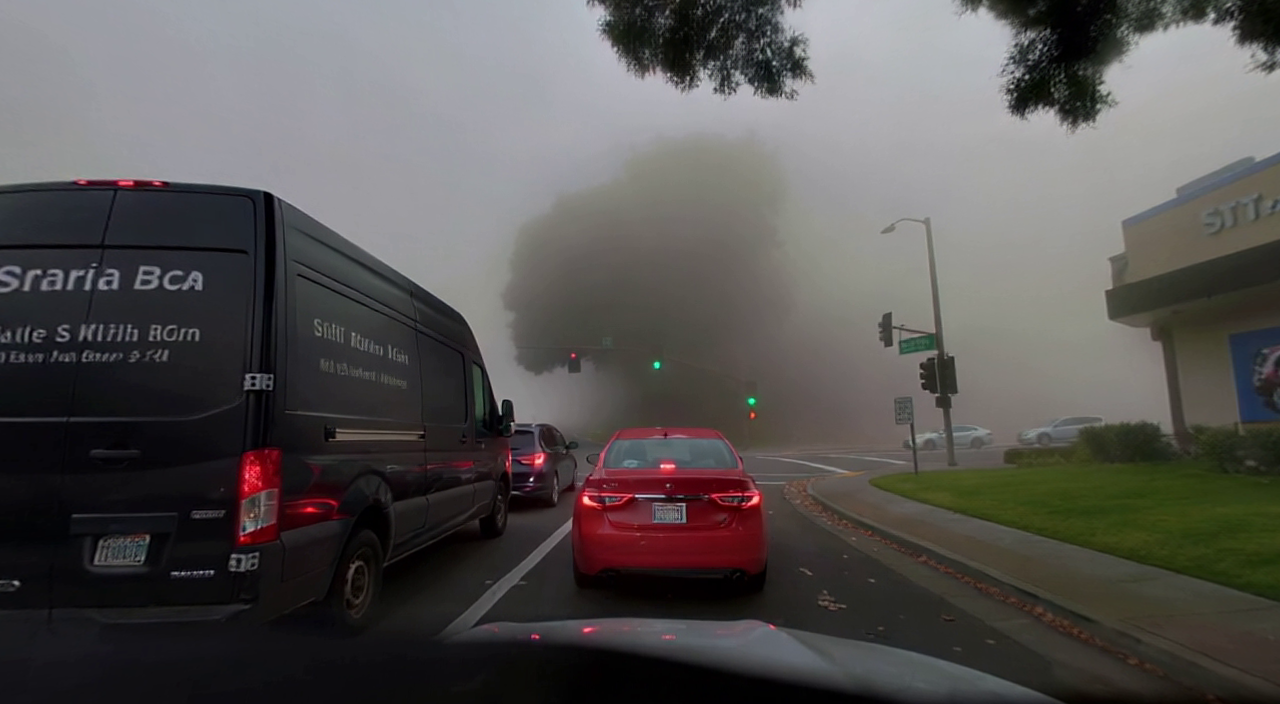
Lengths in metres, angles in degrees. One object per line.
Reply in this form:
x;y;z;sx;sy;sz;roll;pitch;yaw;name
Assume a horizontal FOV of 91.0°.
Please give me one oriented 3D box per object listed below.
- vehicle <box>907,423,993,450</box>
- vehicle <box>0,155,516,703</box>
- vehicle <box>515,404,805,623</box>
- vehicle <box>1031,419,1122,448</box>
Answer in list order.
21.938;6.030;44.606;5.021;1.848;2.210;1;-9;-9;vehicle
-3.076;0.886;5.904;2.555;3.035;5.702;0;-8;1;vehicle
0.304;1.646;7.430;2.398;1.773;4.254;-1;-8;4;vehicle
31.980;6.025;46.188;5.084;2.041;2.360;1;-9;-9;vehicle
